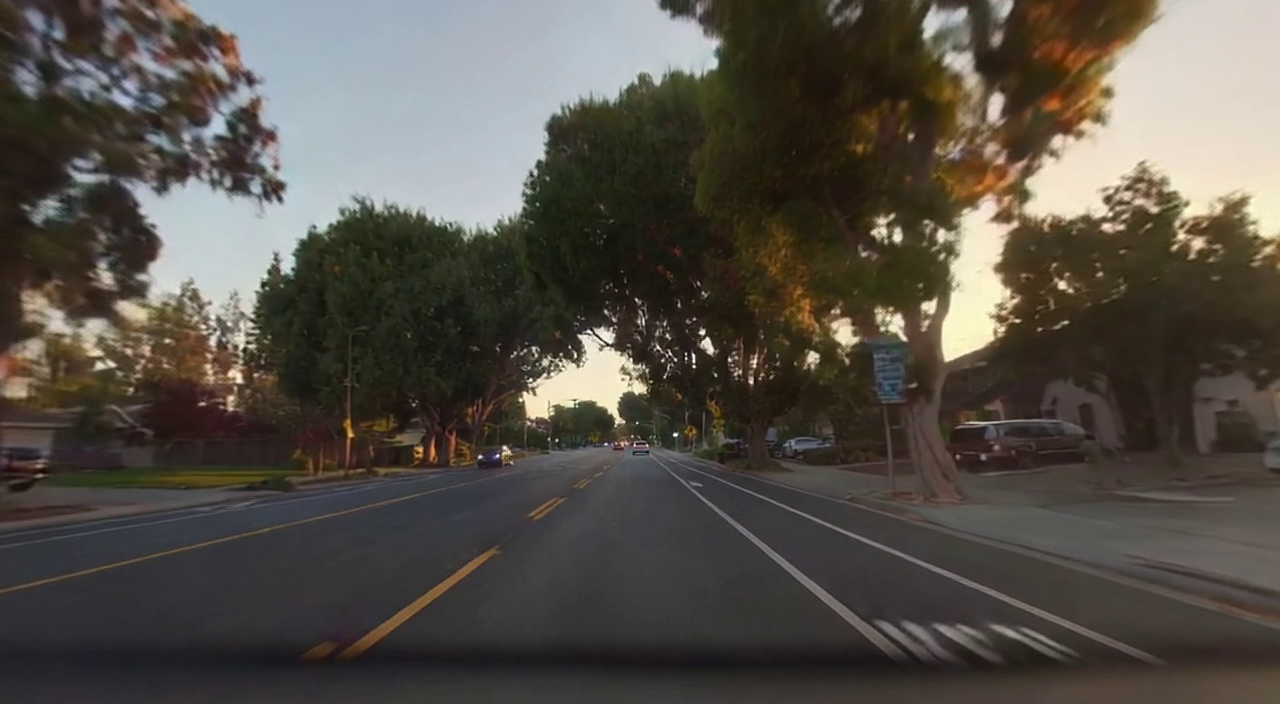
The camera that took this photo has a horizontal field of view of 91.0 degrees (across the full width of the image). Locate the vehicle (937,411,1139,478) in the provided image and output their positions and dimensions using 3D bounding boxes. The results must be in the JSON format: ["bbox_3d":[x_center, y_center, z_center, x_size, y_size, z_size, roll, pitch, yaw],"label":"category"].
[{"bbox_3d":[12.532,2.941,20.134,4.857,1.987,2.296,0,-8,0],"label":"vehicle"}]

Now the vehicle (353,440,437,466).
[{"bbox_3d":[-19.384,7.999,49.966,5.684,1.934,2.217,0,-8,0],"label":"vehicle"}]

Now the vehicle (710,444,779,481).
[{"bbox_3d":[4.513,4.822,27.975,1.968,1.467,5.107,0,-8,-3],"label":"vehicle"}]

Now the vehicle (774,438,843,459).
[{"bbox_3d":[12.648,7.268,47.359,4.593,1.480,1.819,0,-8,-2],"label":"vehicle"}]
